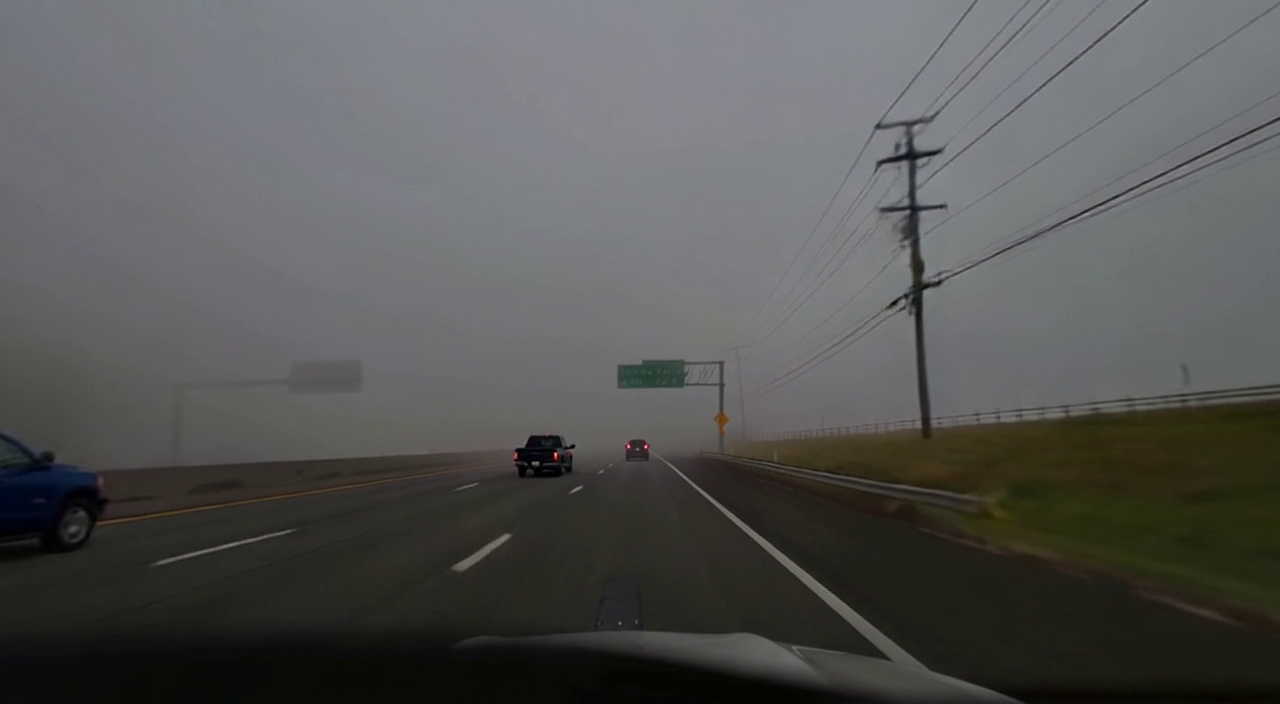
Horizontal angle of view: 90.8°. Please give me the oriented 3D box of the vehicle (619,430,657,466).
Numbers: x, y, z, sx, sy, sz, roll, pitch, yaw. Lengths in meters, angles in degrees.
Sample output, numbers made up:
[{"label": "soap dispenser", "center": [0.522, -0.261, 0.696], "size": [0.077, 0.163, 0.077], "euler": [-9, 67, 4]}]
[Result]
[{"label": "vehicle", "center": [-0.140, 6.185, 40.836], "size": [2.358, 2.144, 4.713], "euler": [0, -8, 0]}]

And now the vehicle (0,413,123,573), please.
[{"label": "vehicle", "center": [-7.500, 1.314, 5.619], "size": [2.013, 1.609, 4.446], "euler": [0, -8, 0]}]

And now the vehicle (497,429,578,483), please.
[{"label": "vehicle", "center": [-3.726, 3.905, 24.074], "size": [2.204, 1.812, 5.289], "euler": [0, -8, 0]}]
